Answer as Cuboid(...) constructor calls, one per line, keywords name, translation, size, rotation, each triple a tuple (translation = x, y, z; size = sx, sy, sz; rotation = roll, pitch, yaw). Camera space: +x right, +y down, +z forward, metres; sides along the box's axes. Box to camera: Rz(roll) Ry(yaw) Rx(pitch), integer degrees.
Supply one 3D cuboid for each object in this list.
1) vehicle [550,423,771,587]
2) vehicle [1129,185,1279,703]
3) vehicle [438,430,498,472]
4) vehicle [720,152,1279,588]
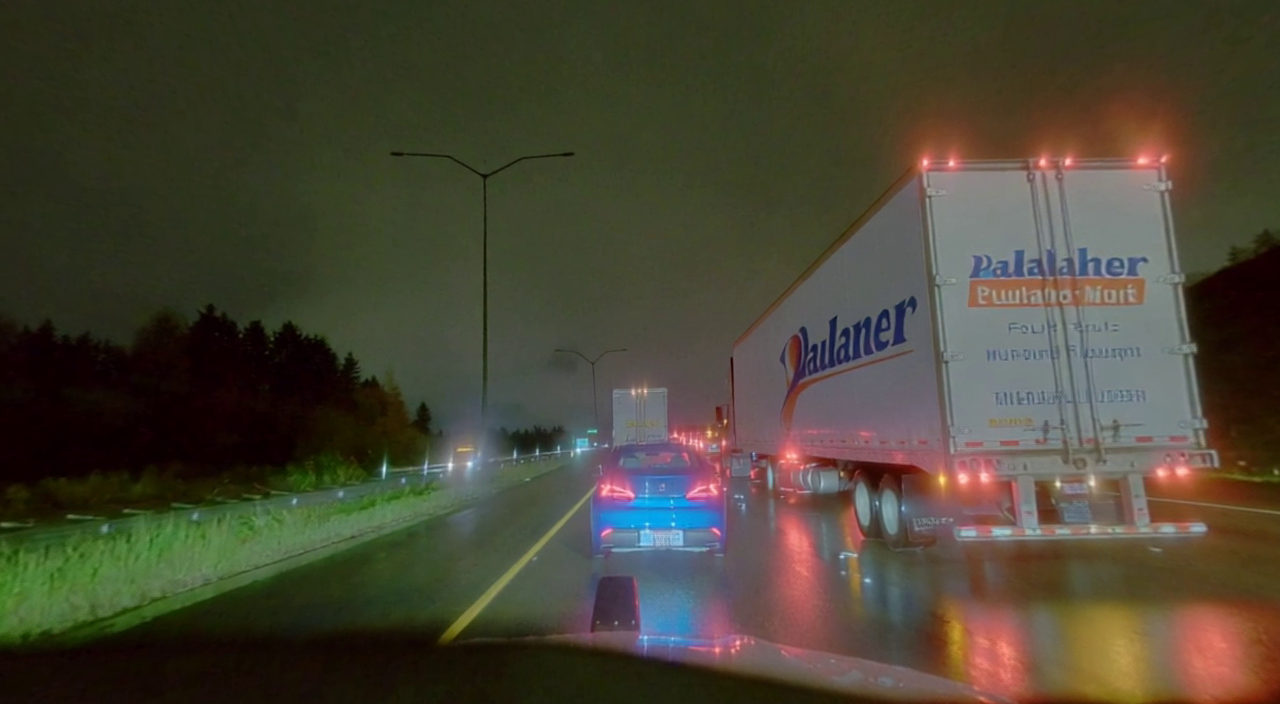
Cuboid(name="vehicle", translation=(0.177, 1.684, 7.714), size=(2.045, 1.490, 3.597), rotation=(-1, -8, 0))
Cuboid(name="vehicle", translation=(4.733, 0.116, 0.662), size=(2.892, 2.615, 6.650), rotation=(0, -8, -2))
Cuboid(name="vehicle", translation=(-12.278, 7.120, 45.546), size=(2.524, 2.800, 6.564), rotation=(-1, -8, -1))
Cuboid(name="vehicle", translation=(4.191, 1.066, 12.968), size=(2.827, 4.081, 14.305), rotation=(0, -8, -1))
